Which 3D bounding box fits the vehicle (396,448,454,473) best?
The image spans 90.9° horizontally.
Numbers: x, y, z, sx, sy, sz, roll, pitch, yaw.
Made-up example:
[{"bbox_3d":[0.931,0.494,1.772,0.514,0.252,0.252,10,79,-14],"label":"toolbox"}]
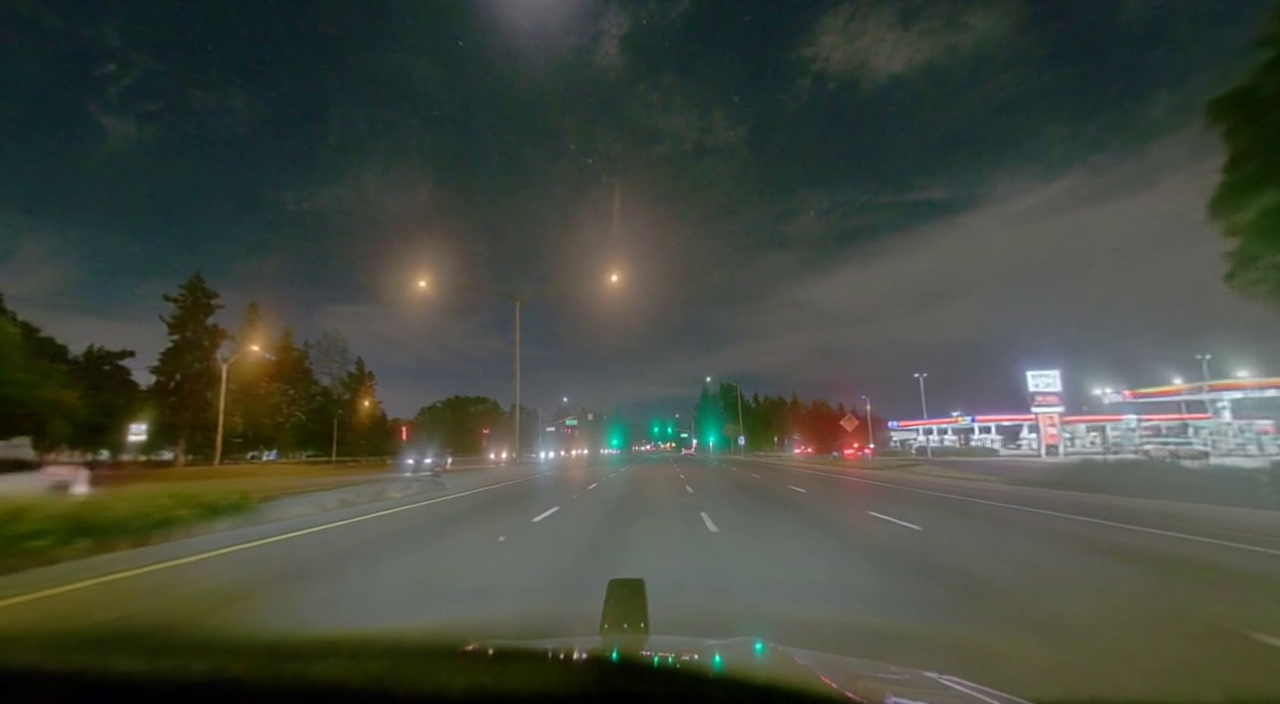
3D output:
[{"bbox_3d":[-13.464,6.806,39.733,1.807,1.477,4.491,-1,-9,3],"label":"vehicle"}]
